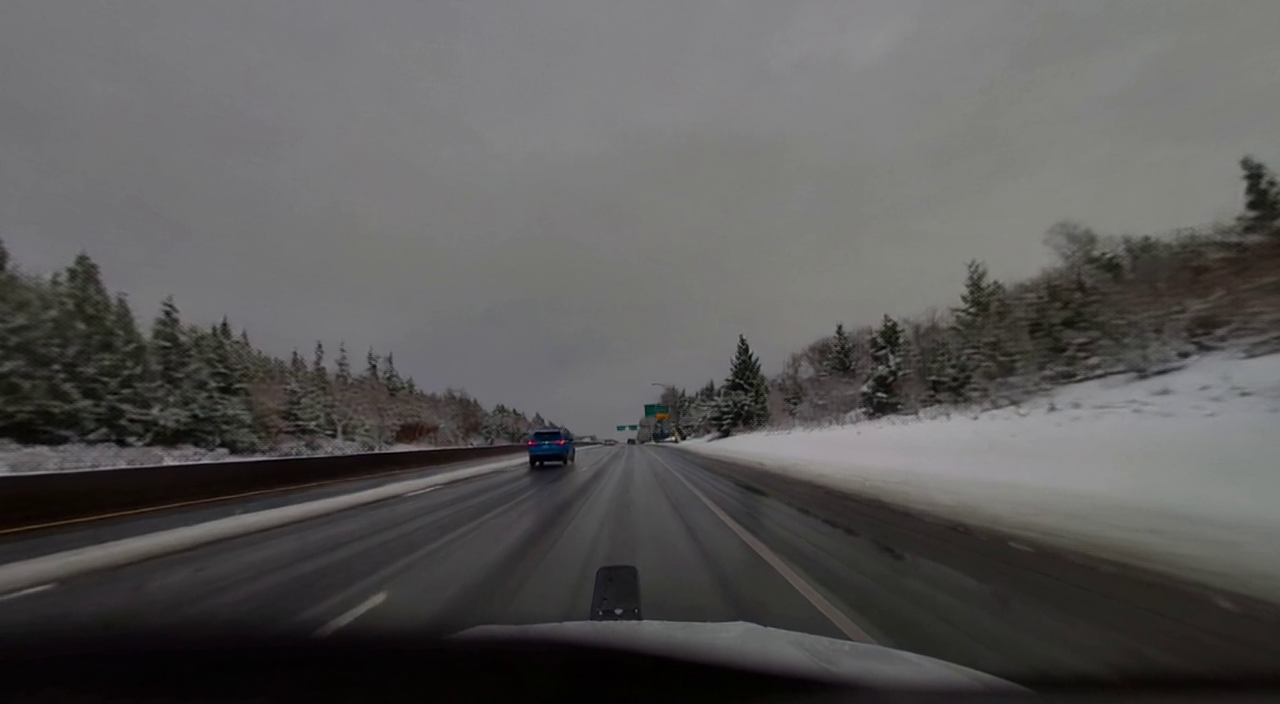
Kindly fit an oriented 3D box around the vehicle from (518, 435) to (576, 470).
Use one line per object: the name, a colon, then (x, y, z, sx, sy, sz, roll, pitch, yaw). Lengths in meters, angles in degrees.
vehicle: (-4.251, 4.660, 29.489, 2.063, 1.496, 4.225, 0, -8, 0)
